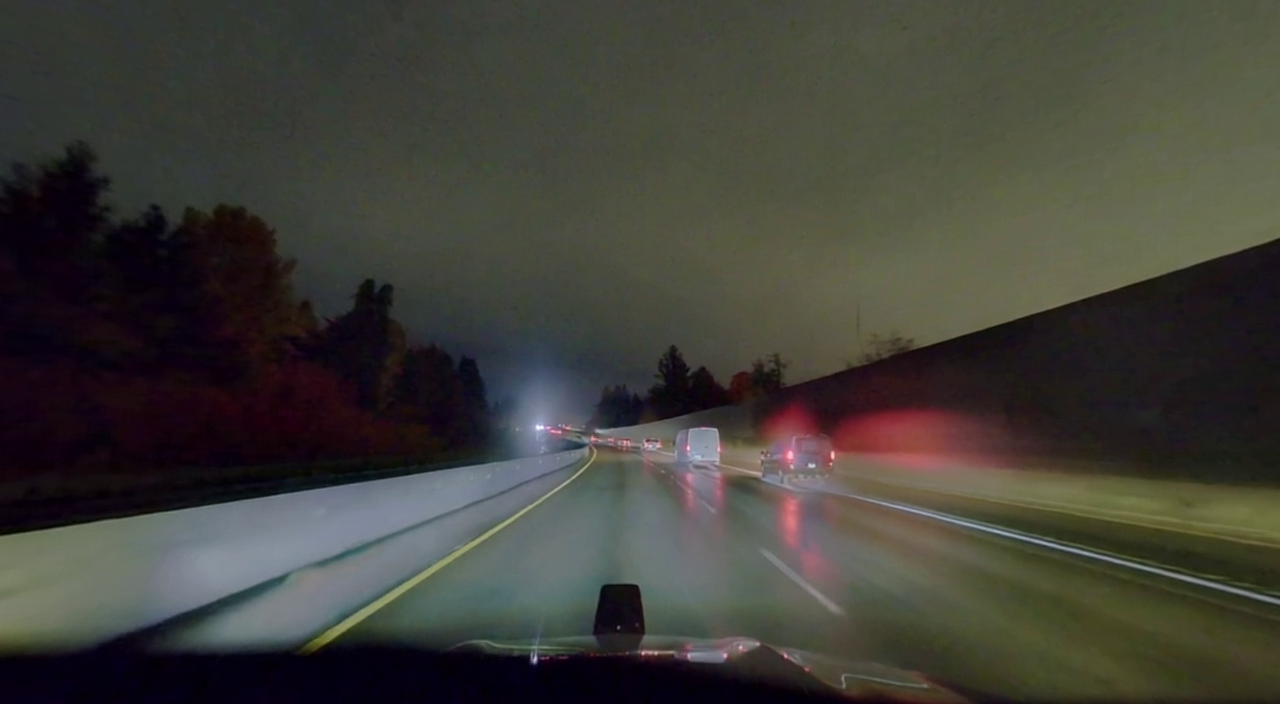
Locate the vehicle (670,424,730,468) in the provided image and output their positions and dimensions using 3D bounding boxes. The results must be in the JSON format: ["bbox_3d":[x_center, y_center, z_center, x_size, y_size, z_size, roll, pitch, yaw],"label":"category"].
[{"bbox_3d":[3.000,4.858,32.620,2.393,2.072,4.958,1,-8,-3],"label":"vehicle"}]
